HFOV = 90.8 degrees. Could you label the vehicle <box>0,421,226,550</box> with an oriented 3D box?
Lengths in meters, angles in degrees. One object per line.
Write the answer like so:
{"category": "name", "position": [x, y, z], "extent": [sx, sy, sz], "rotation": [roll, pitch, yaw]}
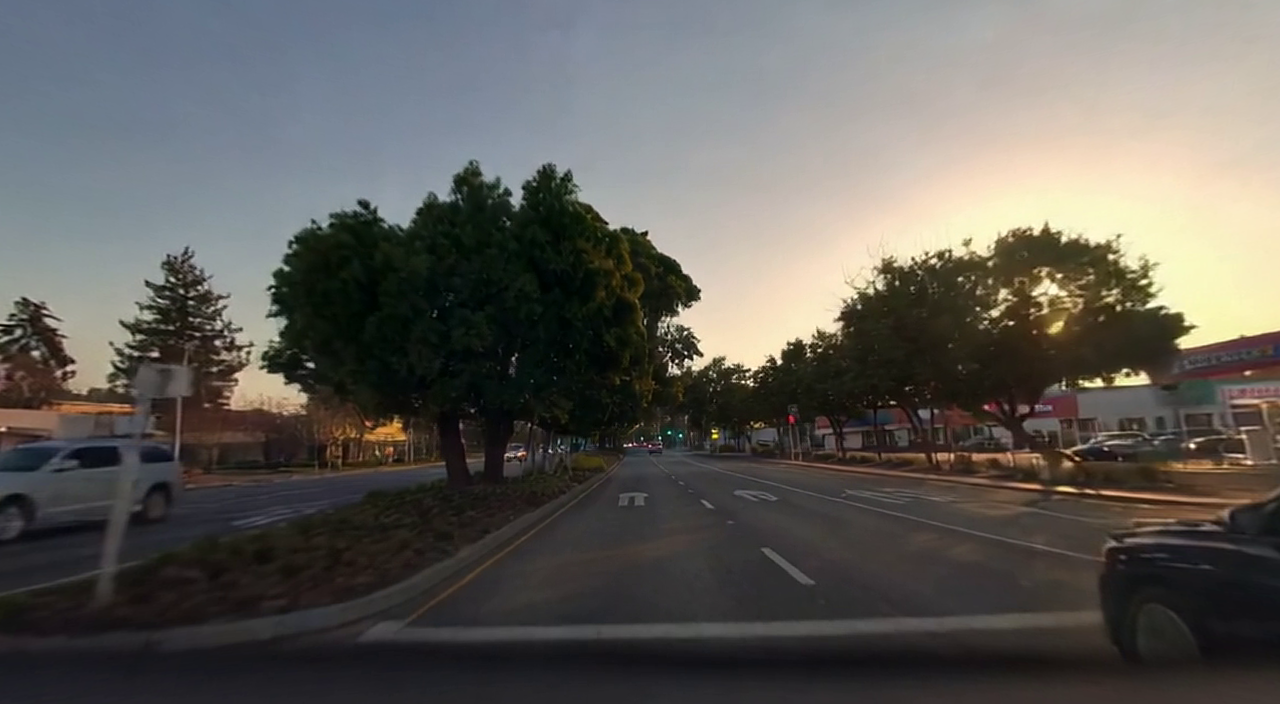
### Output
{"category": "vehicle", "position": [-8.408, 1.922, 9.179], "extent": [1.913, 1.478, 4.312], "rotation": [-4, -10, -1]}

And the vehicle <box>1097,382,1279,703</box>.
{"category": "vehicle", "position": [3.429, 0.651, 0.980], "extent": [1.967, 1.480, 4.596], "rotation": [0, -8, 0]}
